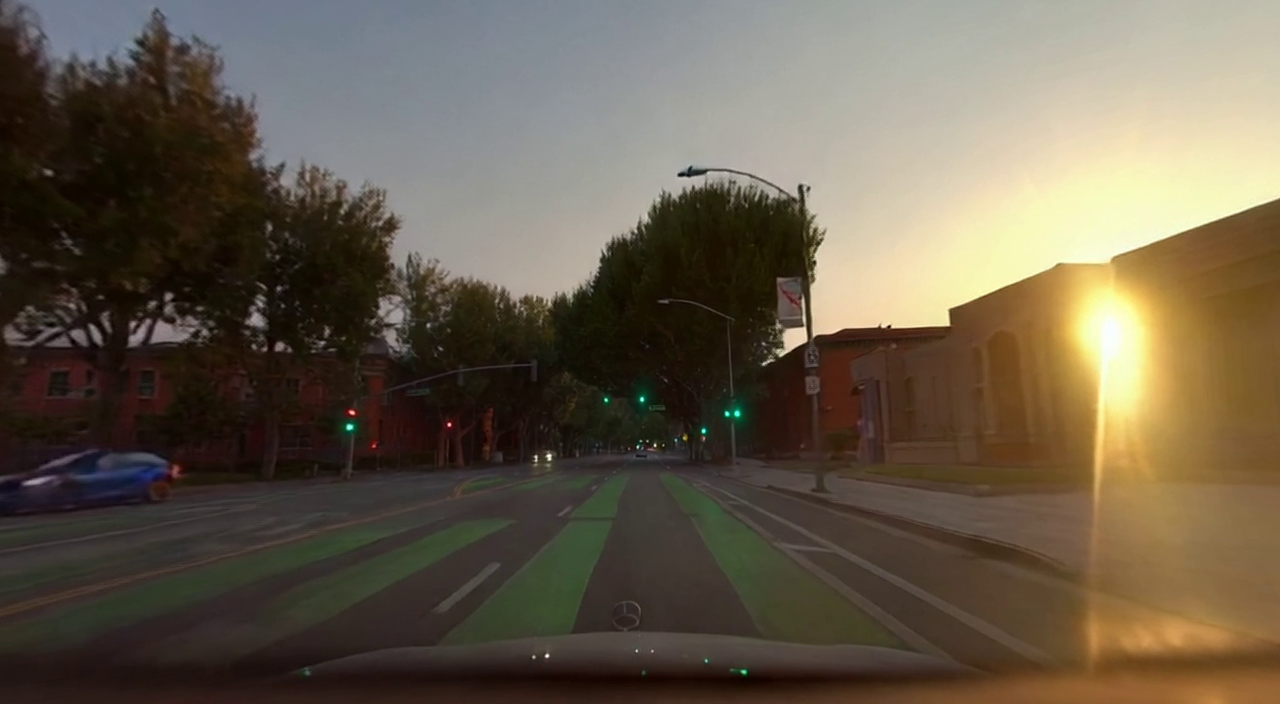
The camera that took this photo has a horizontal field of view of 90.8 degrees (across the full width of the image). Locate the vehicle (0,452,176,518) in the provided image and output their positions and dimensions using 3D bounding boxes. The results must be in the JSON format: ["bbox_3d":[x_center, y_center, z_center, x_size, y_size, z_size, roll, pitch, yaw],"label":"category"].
[{"bbox_3d":[-15.694,3.603,17.671,1.910,1.544,4.387,0,-8,3],"label":"vehicle"}]
